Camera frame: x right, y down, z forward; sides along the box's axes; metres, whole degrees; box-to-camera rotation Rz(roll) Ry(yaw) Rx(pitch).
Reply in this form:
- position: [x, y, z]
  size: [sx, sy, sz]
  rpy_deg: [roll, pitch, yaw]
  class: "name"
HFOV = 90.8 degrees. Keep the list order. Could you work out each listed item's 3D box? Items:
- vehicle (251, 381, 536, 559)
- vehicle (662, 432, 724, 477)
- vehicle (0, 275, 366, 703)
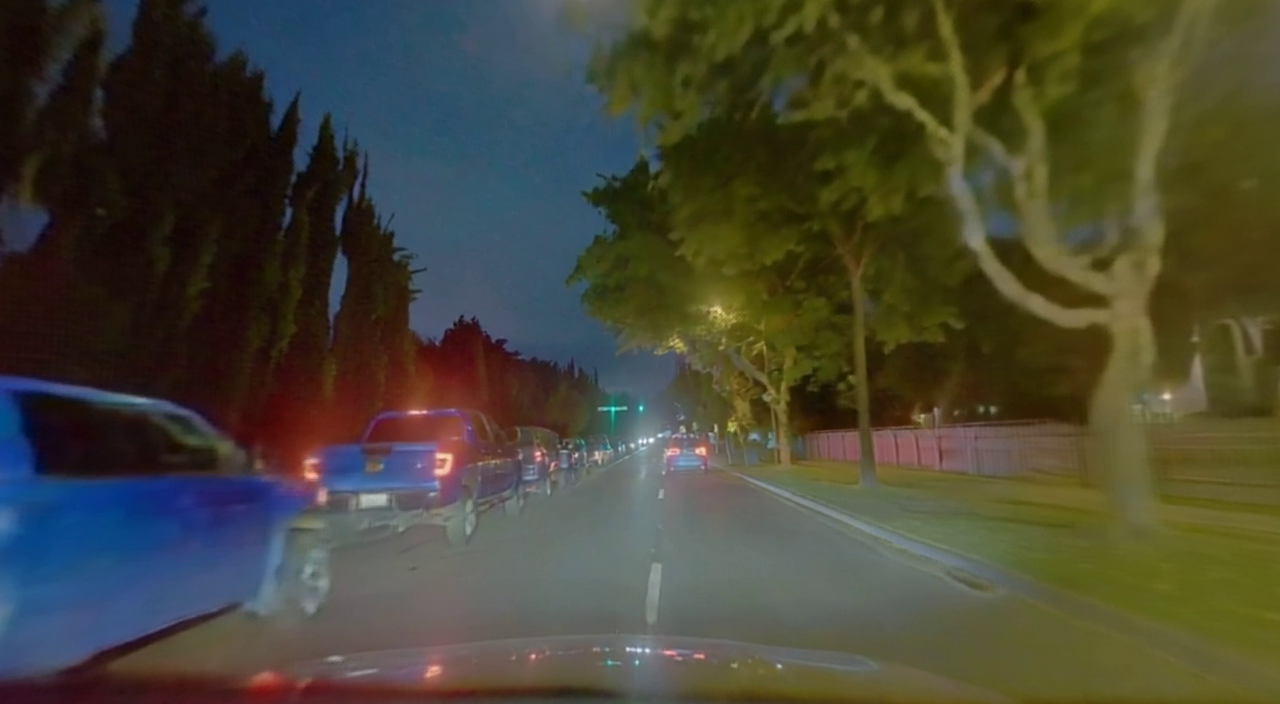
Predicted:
- position: [-3.302, 1.758, 10.041]
  size: [2.405, 2.058, 5.193]
  rpy_deg: [0, -9, 0]
  class: "vehicle"
- position: [2.068, 4.207, 26.153]
  size: [2.258, 1.682, 4.635]
  rpy_deg: [0, -9, 1]
  class: "vehicle"
- position: [-3.487, 0.764, 2.752]
  size: [2.404, 1.900, 4.770]
  rpy_deg: [0, -9, 0]
  class: "vehicle"
